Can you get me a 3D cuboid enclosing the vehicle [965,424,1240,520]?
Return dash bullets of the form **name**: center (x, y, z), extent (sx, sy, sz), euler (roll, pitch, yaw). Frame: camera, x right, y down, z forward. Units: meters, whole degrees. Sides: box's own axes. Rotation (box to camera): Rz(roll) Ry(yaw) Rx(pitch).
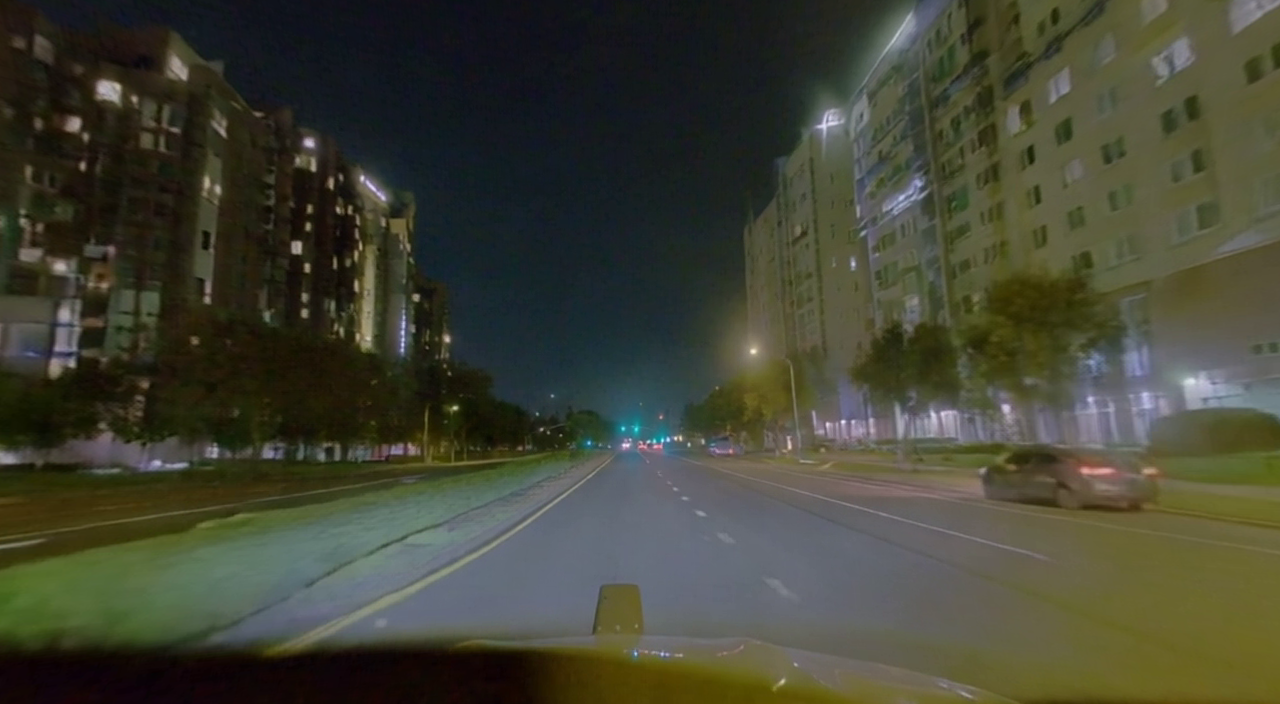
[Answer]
- **vehicle**: center (9.782, 2.571, 14.105), extent (2.065, 1.732, 5.036), euler (1, -9, -4)
